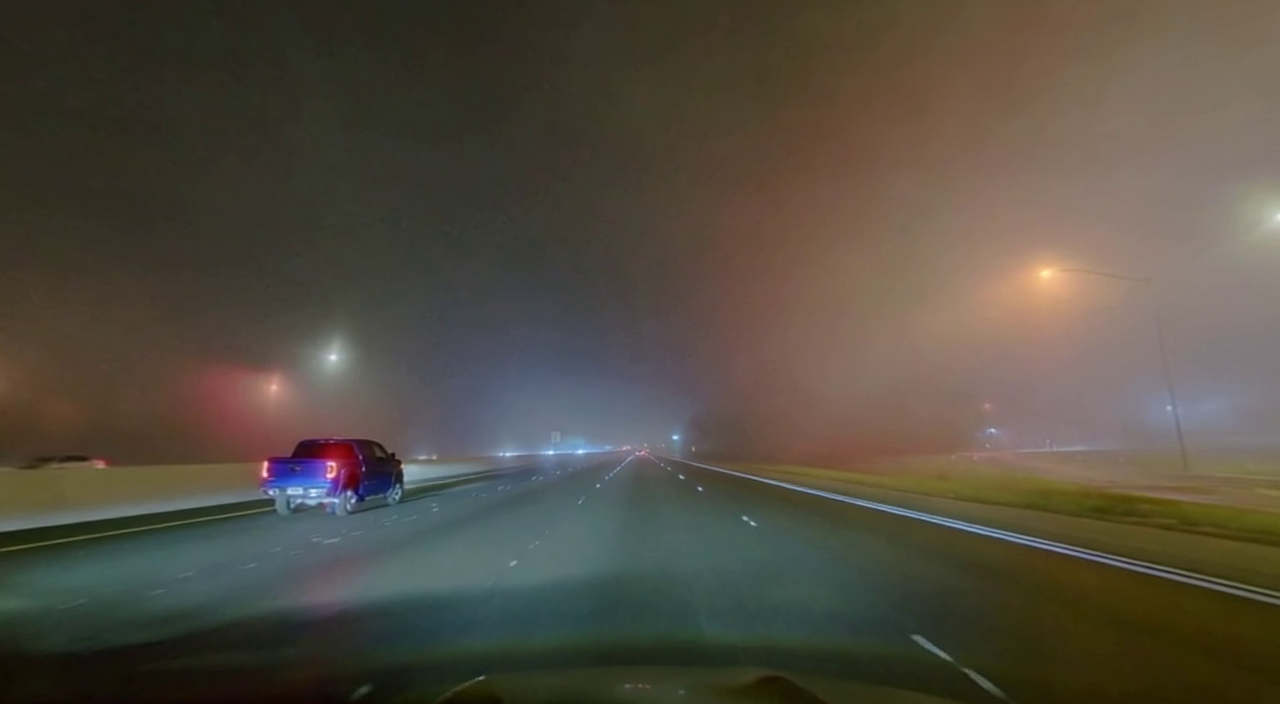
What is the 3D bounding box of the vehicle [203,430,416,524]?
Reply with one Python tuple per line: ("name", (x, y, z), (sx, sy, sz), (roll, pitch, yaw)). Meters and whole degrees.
("vehicle", (-6.999, 2.688, 14.127), (2.168, 1.729, 4.724), (0, -9, 0))
